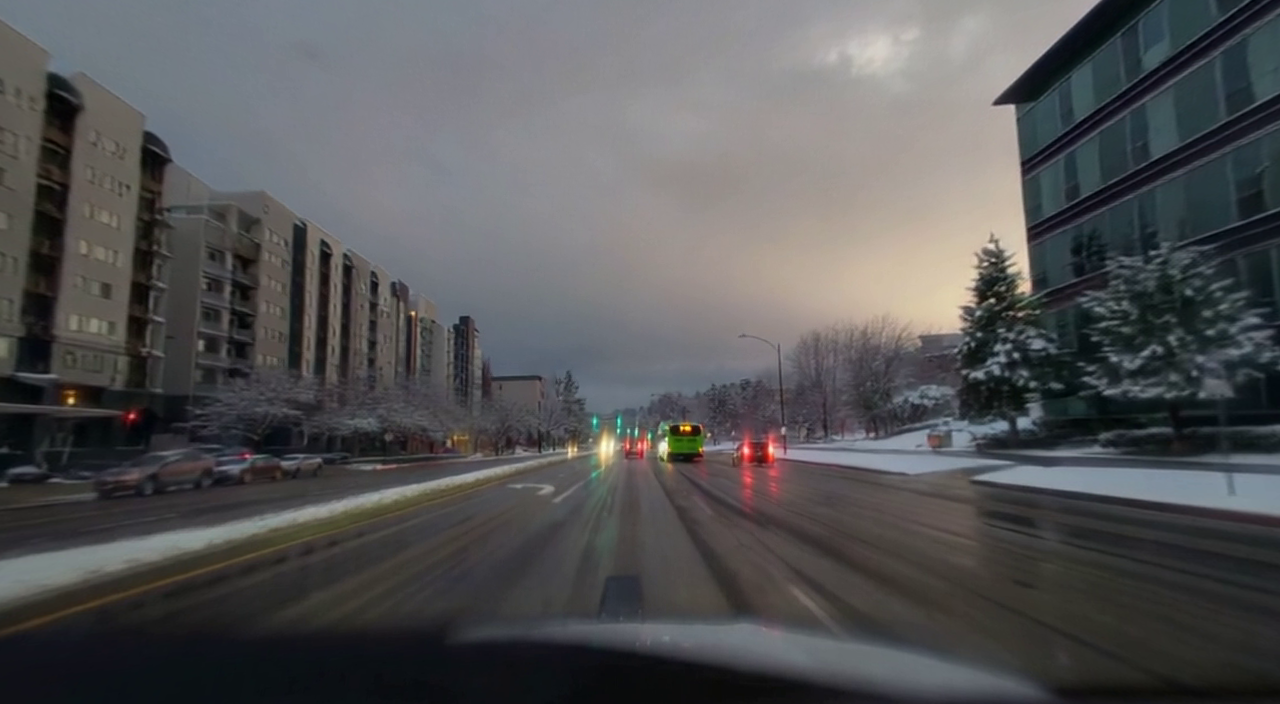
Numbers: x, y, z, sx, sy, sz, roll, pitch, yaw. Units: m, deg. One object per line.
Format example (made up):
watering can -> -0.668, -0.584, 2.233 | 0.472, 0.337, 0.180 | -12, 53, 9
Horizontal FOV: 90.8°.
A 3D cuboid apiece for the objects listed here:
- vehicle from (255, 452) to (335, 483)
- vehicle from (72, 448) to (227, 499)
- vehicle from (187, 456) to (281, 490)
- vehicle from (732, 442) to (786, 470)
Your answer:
vehicle -> -18.783, 6.288, 34.696 | 1.861, 1.499, 4.605 | 0, -9, -1
vehicle -> -18.662, 4.608, 24.428 | 2.047, 1.756, 4.844 | 0, -9, 0
vehicle -> -18.946, 5.619, 29.729 | 1.685, 1.426, 4.247 | 1, -9, -2
vehicle -> 6.464, 5.721, 34.839 | 1.992, 1.447, 4.414 | 1, -9, -2
